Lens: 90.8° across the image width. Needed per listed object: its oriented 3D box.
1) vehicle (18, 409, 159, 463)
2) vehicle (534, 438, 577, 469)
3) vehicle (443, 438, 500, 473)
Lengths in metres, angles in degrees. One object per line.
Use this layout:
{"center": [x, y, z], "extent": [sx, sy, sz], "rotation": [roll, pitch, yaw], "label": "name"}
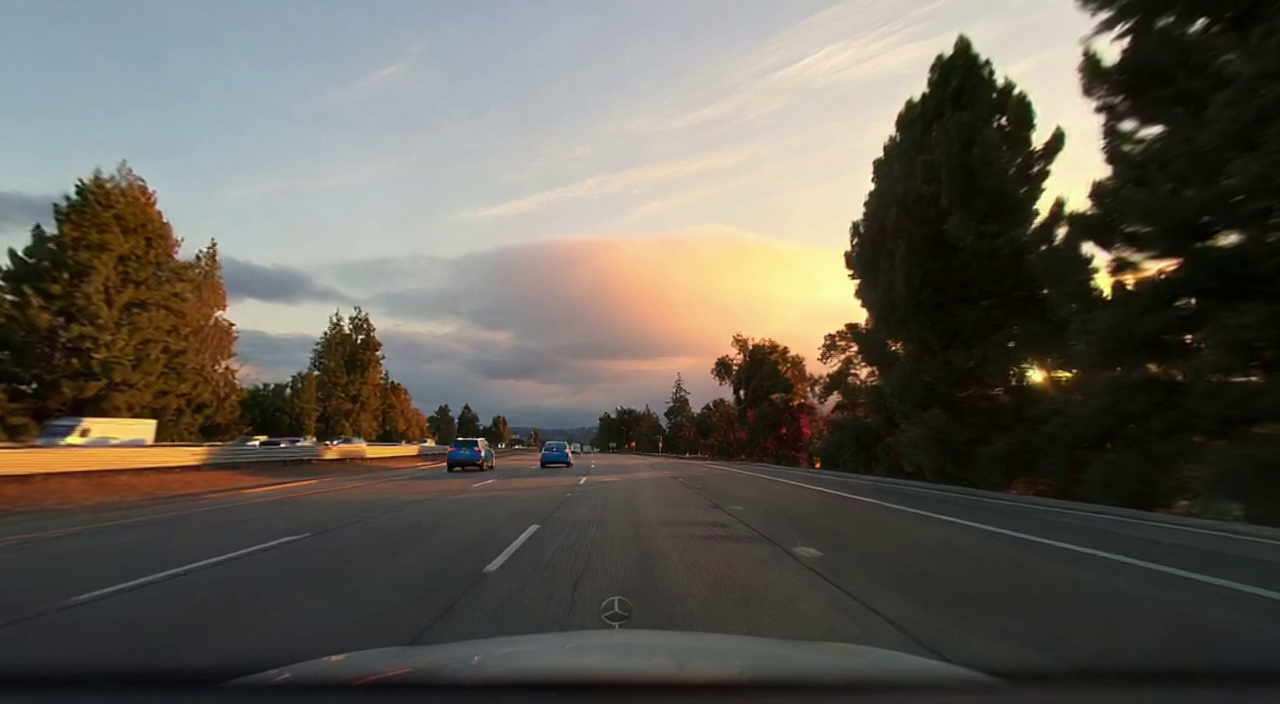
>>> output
{"center": [-38.148, 5.976, 44.223], "extent": [3.012, 3.426, 7.995], "rotation": [1, -9, -4], "label": "vehicle"}
{"center": [-4.959, 6.052, 37.736], "extent": [2.146, 1.766, 4.502], "rotation": [0, -9, -3], "label": "vehicle"}
{"center": [-8.810, 5.440, 33.410], "extent": [2.016, 1.711, 4.365], "rotation": [0, -9, -3], "label": "vehicle"}
